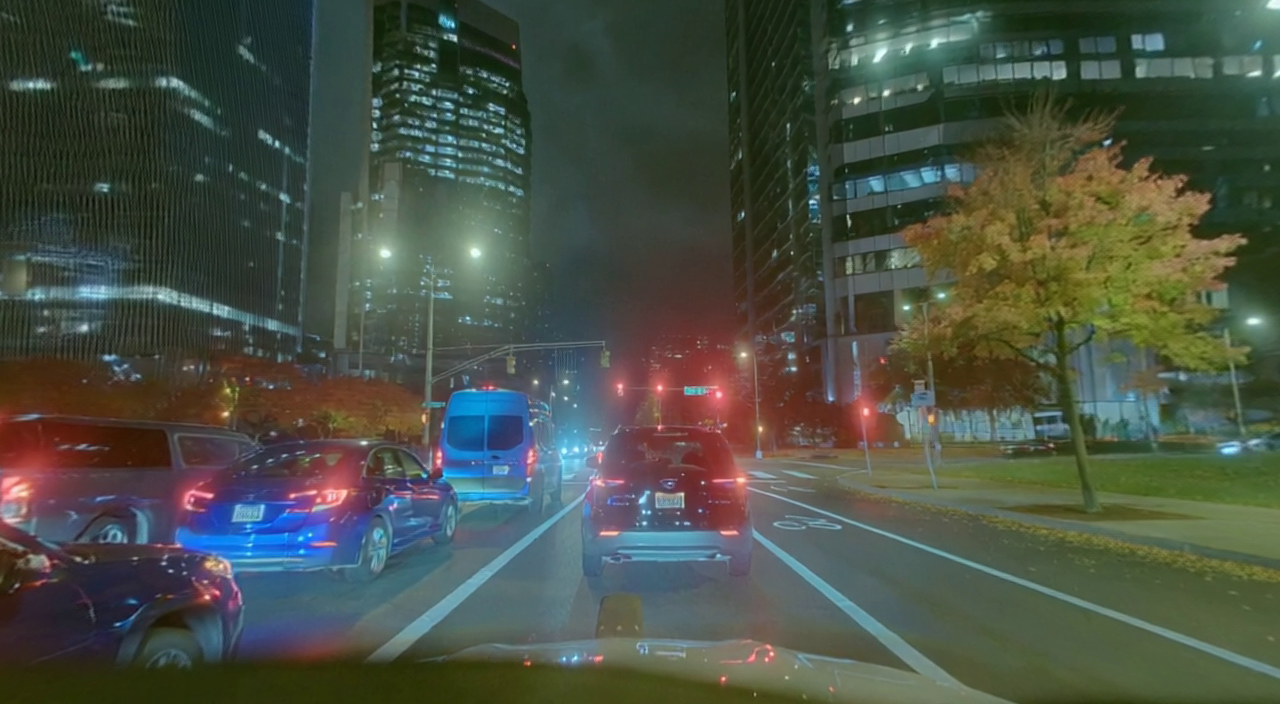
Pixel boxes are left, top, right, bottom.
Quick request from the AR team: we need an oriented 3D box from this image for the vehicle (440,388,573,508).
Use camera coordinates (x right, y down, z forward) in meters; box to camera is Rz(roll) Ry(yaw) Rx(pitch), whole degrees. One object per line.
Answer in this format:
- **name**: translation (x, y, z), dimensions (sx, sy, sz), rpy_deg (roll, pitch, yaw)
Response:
- **vehicle**: translation (-3.269, 2.565, 16.805), dimensions (2.343, 2.635, 5.684), rpy_deg (0, -9, 0)

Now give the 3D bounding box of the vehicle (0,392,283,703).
- **vehicle**: translation (-2.906, 0.819, 1.504), dimensions (1.893, 1.491, 3.798), rpy_deg (0, -9, -1)

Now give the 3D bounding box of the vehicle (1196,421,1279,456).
- **vehicle**: translation (28.377, 4.000, 28.639), dimensions (1.762, 1.487, 4.488), rpy_deg (-1, -9, 1)

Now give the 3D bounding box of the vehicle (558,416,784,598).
- **vehicle**: translation (0.195, 1.639, 7.378), dimensions (1.979, 1.562, 3.630), rpy_deg (0, -9, -3)

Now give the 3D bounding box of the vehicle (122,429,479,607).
- **vehicle**: translation (-3.482, 1.767, 7.578), dimensions (1.955, 1.499, 4.223), rpy_deg (0, -9, 0)
